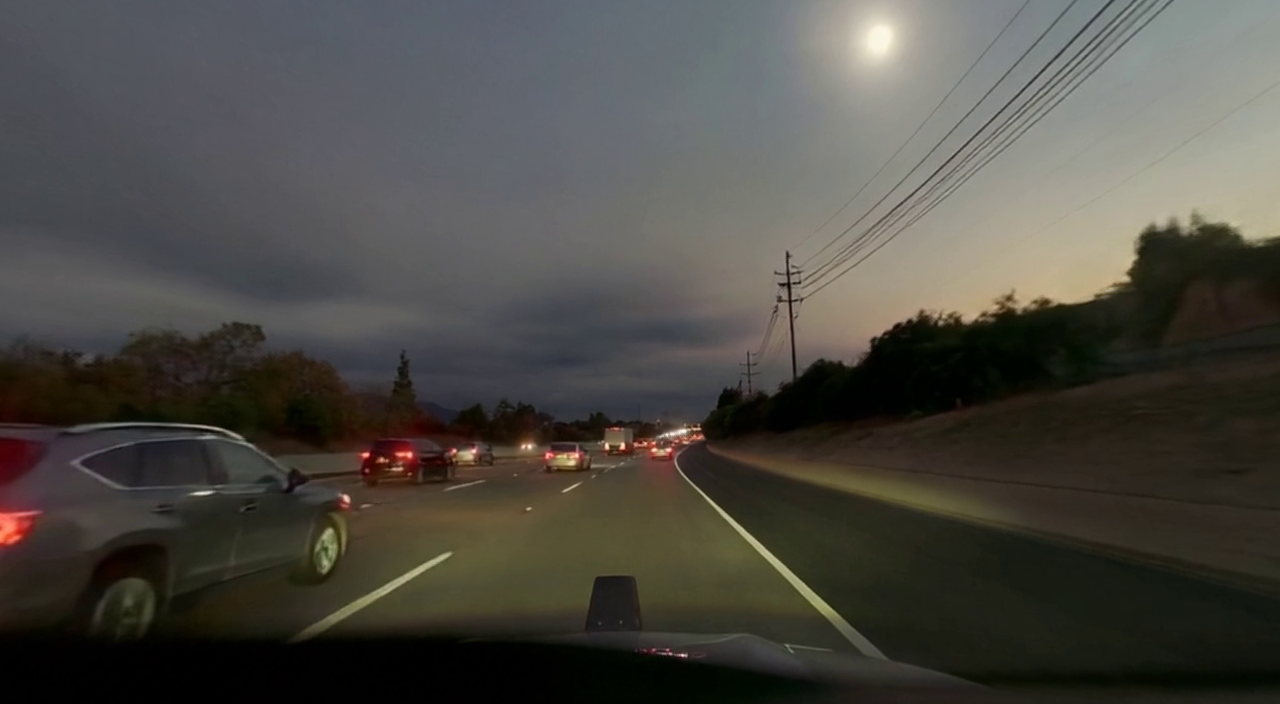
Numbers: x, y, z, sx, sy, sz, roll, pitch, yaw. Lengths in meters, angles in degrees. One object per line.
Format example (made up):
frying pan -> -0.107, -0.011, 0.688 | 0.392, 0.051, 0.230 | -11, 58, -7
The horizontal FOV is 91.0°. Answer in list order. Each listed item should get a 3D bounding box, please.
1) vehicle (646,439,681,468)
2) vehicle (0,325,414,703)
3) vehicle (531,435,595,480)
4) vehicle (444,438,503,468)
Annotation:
vehicle -> 1.479, 6.137, 38.214 | 2.038, 1.677, 4.219 | -1, -9, 4
vehicle -> -3.579, 1.079, 4.237 | 2.202, 1.801, 4.959 | 0, -9, 1
vehicle -> -3.056, 4.301, 25.916 | 1.976, 1.688, 4.124 | 0, -9, 2
vehicle -> -10.095, 6.195, 38.710 | 2.097, 1.722, 4.981 | 0, -9, 2
